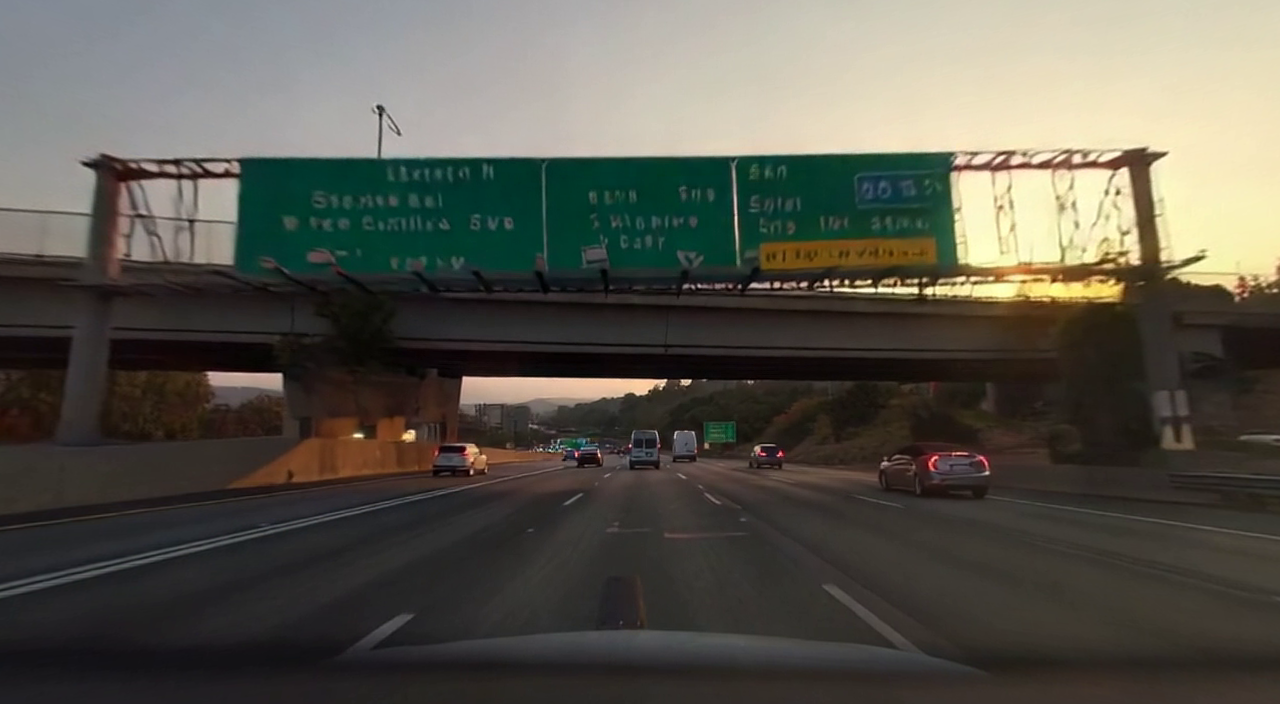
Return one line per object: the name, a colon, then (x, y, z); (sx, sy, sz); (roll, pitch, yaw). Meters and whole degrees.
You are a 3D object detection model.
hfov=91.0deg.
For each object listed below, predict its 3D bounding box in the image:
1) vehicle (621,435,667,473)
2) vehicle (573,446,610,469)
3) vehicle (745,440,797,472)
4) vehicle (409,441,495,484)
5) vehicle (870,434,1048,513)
vehicle: (0.210, 5.937, 36.898); (2.509, 2.062, 4.639); (0, -9, 0)
vehicle: (-3.466, 7.614, 45.775); (2.173, 1.542, 4.781); (0, -9, 1)
vehicle: (7.968, 6.389, 38.798); (2.147, 1.808, 5.243); (0, -9, 0)
vehicle: (-7.632, 4.512, 26.072); (2.108, 1.619, 4.548); (0, -9, 1)
vehicle: (7.658, 2.939, 15.768); (2.146, 1.678, 4.489); (0, -9, 1)
